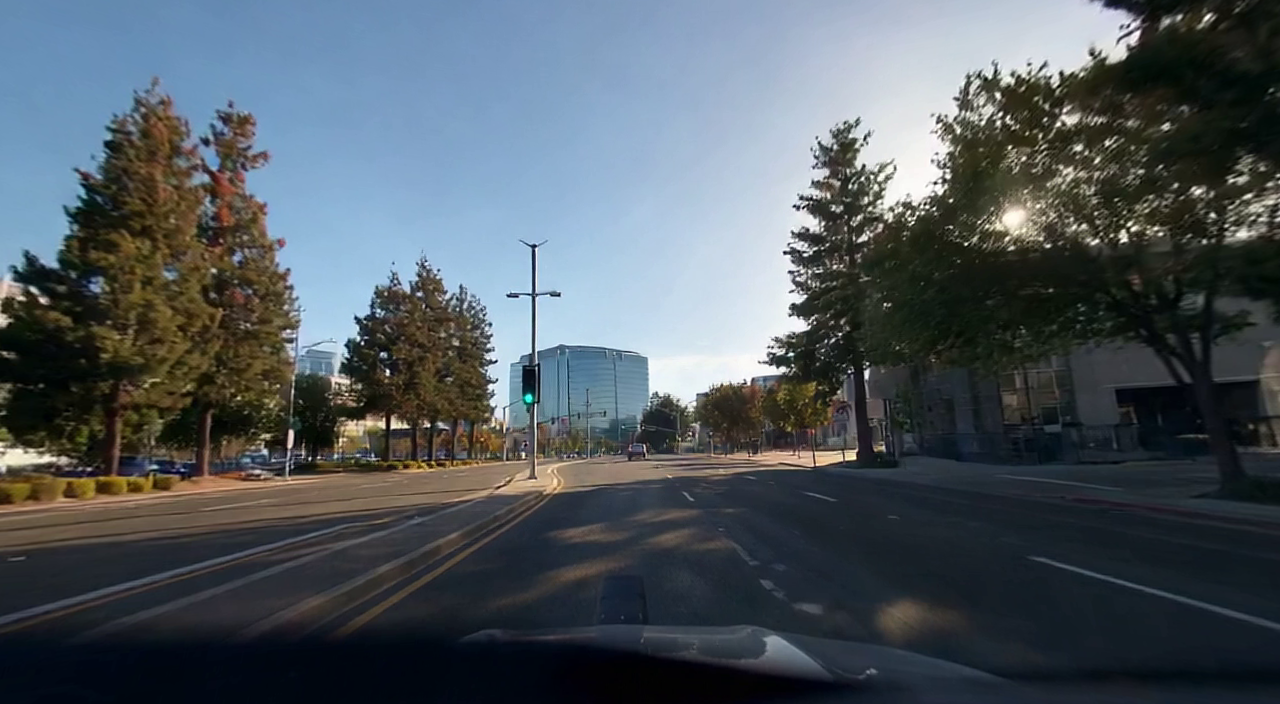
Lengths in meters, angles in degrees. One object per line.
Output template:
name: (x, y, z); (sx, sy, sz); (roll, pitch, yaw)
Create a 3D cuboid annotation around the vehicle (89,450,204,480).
vehicle: (-29.019, 6.657, 37.235); (5.122, 1.686, 1.967); (0, -9, 1)
